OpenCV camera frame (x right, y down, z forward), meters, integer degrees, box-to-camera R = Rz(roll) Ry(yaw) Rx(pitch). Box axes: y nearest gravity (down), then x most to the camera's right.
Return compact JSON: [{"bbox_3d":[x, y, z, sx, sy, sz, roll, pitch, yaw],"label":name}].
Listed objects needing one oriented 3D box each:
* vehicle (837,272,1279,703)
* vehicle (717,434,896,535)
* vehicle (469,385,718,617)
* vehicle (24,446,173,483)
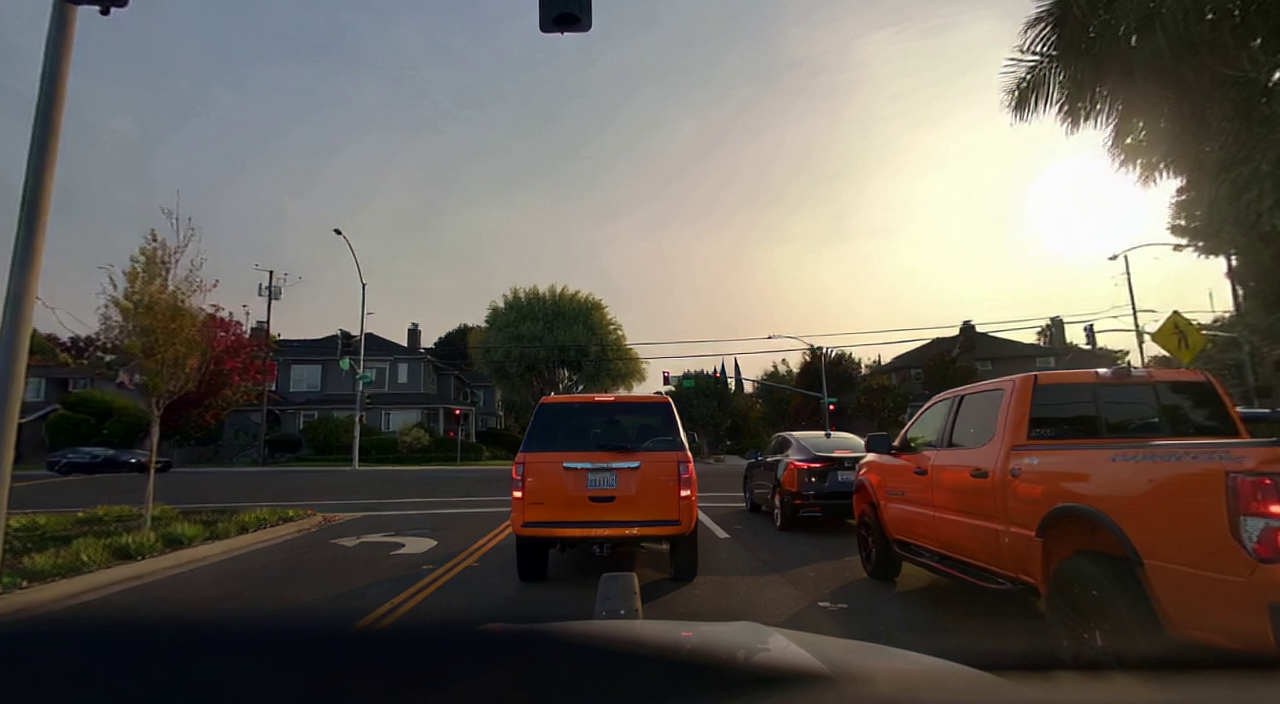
[{"bbox_3d":[2.970,0.934,3.778,1.886,1.849,5.070,0,-8,-1],"label":"vehicle"},{"bbox_3d":[2.715,2.269,11.543,1.952,1.465,4.421,0,-8,-2],"label":"vehicle"},{"bbox_3d":[-0.313,1.399,6.659,1.915,1.780,3.379,0,-8,2],"label":"vehicle"},{"bbox_3d":[-23.033,4.787,27.029,4.533,1.350,1.714,0,-7,-8],"label":"vehicle"}]
